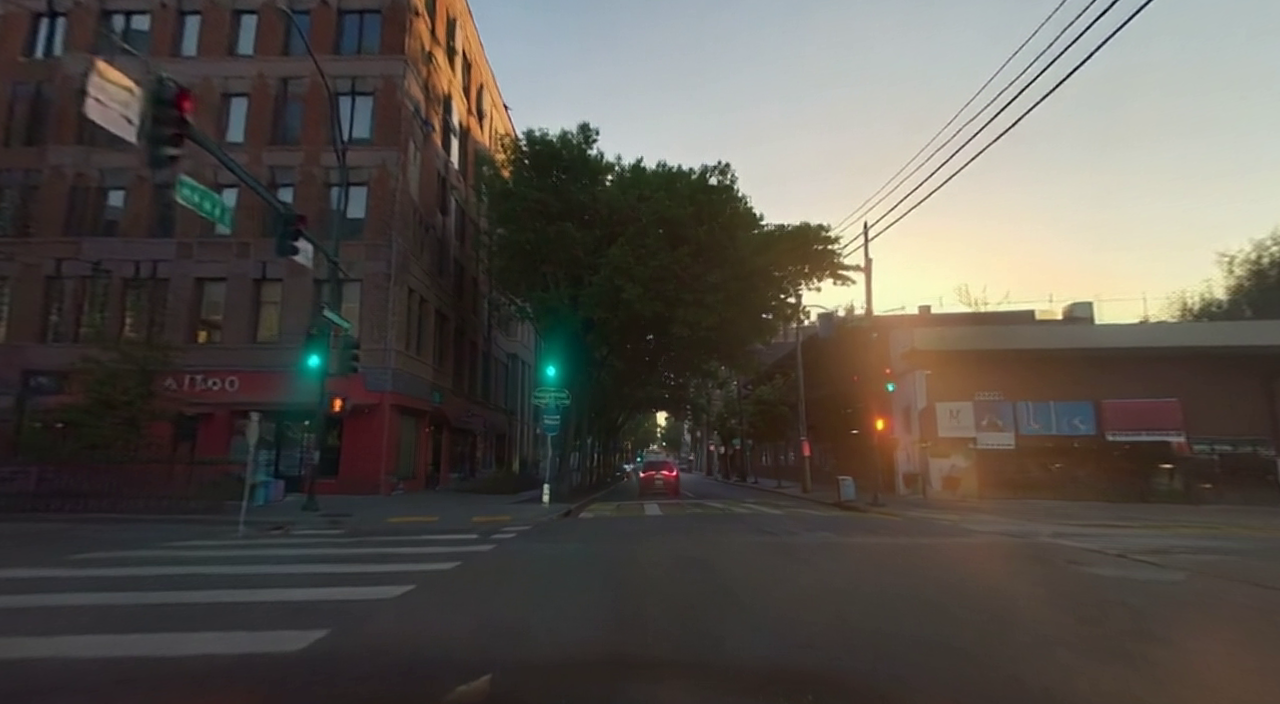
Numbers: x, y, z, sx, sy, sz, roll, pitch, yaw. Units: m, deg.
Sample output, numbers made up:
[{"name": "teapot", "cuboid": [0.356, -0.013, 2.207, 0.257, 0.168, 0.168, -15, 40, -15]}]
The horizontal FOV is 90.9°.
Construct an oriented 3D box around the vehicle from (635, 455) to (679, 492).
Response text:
[{"name": "vehicle", "cuboid": [0.820, 6.028, 31.511, 2.079, 1.621, 3.861, 0, -8, 0]}]
